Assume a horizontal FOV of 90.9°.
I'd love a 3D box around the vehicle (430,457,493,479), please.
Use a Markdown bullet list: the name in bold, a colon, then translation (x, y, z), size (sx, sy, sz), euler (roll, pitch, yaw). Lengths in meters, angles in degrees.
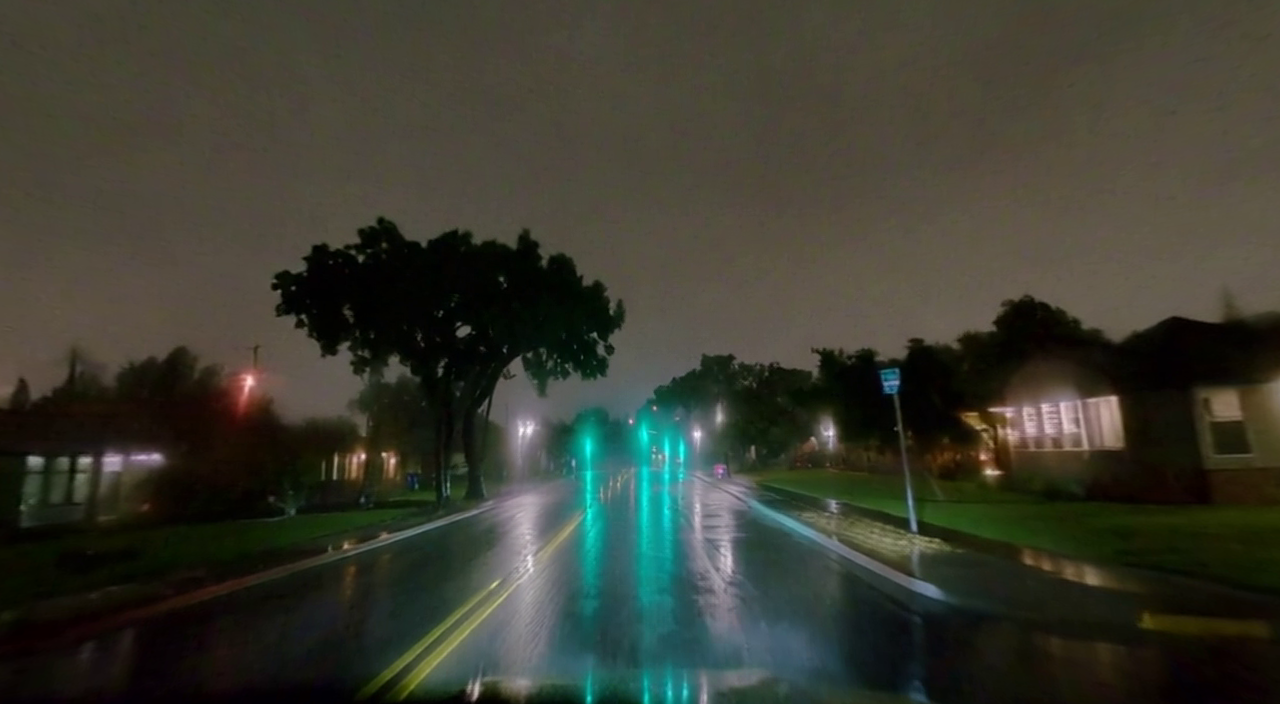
- **vehicle**: translation (-13.970, 9.124, 49.543), size (4.402, 1.607, 1.923), euler (1, -8, -3)
